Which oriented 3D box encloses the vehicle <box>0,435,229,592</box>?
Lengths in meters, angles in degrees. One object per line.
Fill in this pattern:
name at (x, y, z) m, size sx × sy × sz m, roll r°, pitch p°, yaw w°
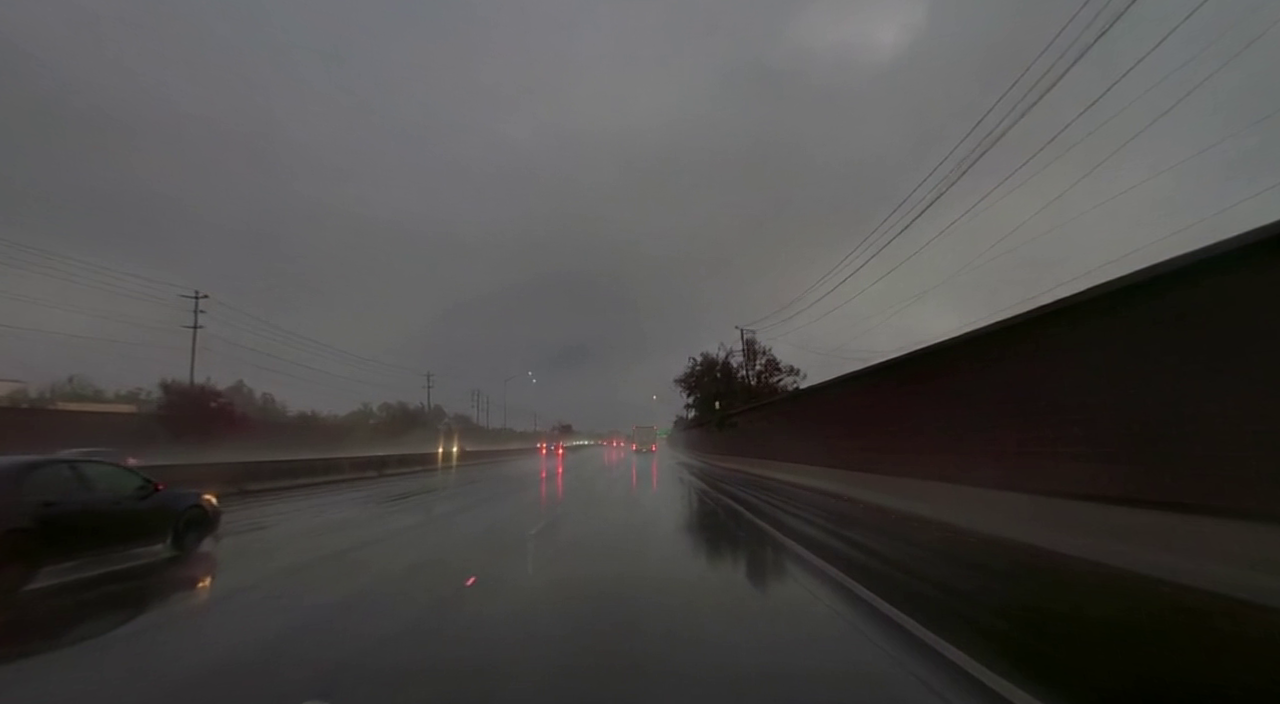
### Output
vehicle at (-7.139, 1.684, 6.931) m, size 1.971 × 1.490 × 4.790 m, roll 0°, pitch -8°, yaw 0°
